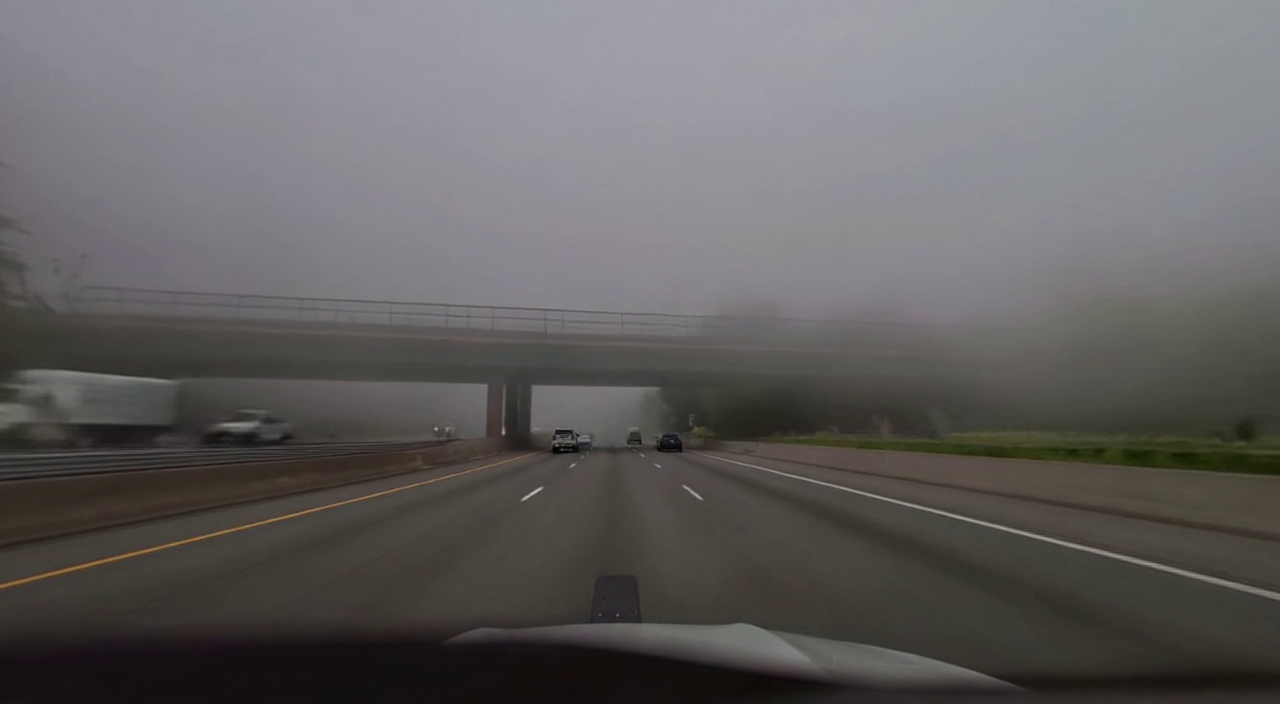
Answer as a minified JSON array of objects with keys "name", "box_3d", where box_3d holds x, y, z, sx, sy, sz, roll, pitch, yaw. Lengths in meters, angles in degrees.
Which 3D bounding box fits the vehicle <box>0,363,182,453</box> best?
[{"name":"vehicle","box_3d":[-21.957,2.315,24.277,2.834,2.938,7.747,0,-8,-2]}]

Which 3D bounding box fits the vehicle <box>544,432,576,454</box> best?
[{"name":"vehicle","box_3d":[-5.700,6.554,45.409,1.966,1.460,3.519,0,-8,-2]}]

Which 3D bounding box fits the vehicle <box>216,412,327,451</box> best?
[{"name":"vehicle","box_3d":[-14.365,3.155,24.776,2.138,1.412,3.720,0,-8,-1]}]

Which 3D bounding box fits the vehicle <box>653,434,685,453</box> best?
[{"name":"vehicle","box_3d":[2.120,6.820,46.975,1.999,1.329,3.913,1,-8,-3]}]
